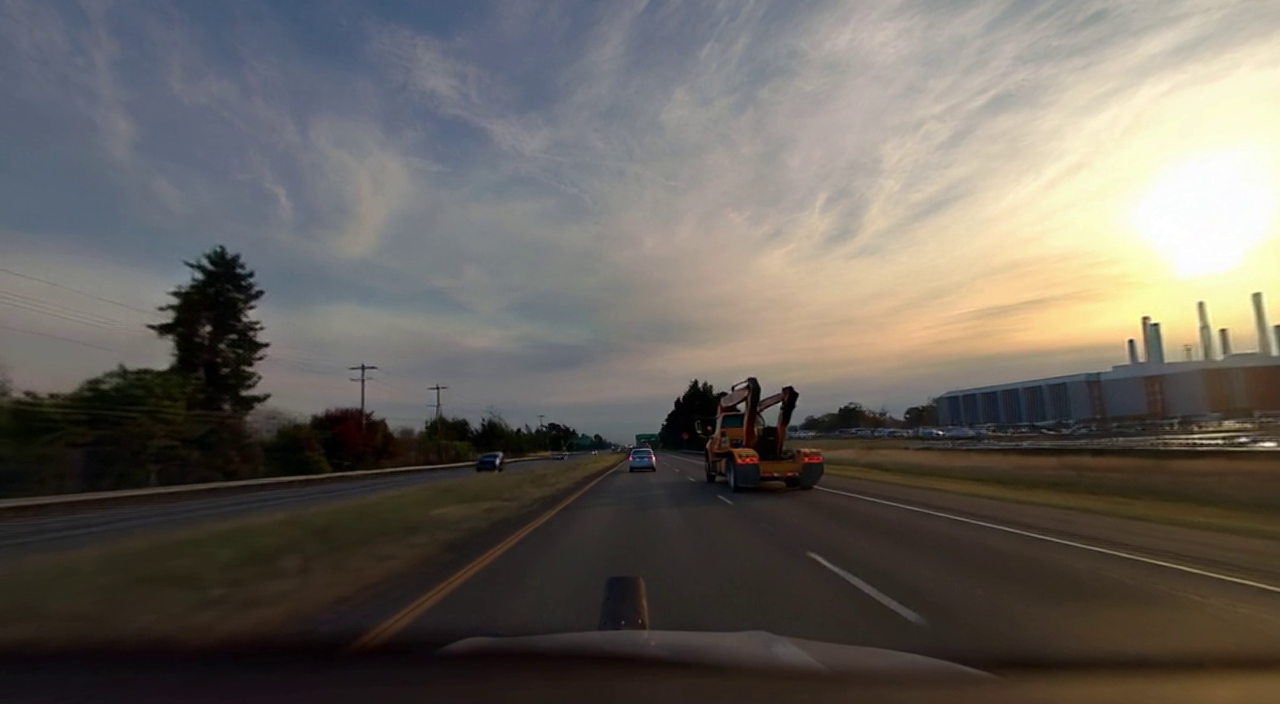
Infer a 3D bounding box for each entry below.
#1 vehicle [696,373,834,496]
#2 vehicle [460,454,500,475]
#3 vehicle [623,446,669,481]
[{"bbox_3d":[3.984,3.002,22.413,3.089,3.568,8.101,0,-9,-1],"label":"vehicle"},{"bbox_3d":[-12.163,8.544,48.120,1.947,1.500,3.999,0,-9,0],"label":"vehicle"},{"bbox_3d":[0.238,5.228,29.863,2.045,1.527,4.023,0,-9,0],"label":"vehicle"}]
